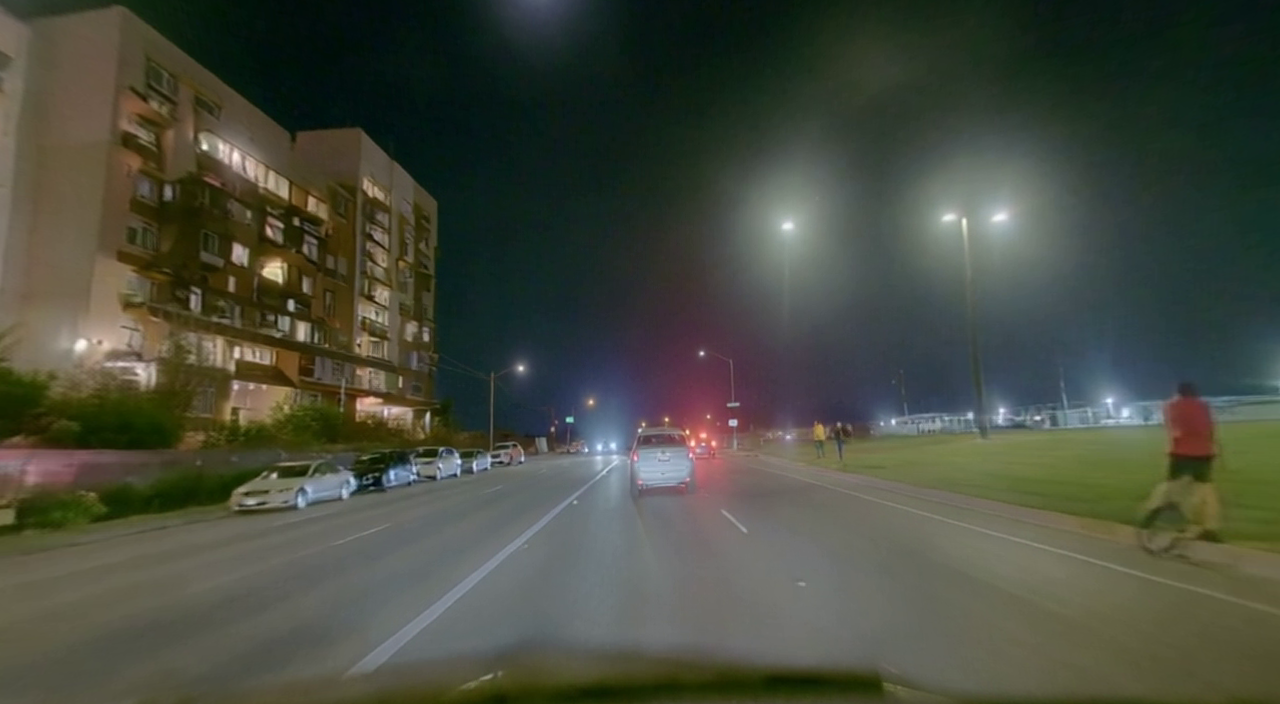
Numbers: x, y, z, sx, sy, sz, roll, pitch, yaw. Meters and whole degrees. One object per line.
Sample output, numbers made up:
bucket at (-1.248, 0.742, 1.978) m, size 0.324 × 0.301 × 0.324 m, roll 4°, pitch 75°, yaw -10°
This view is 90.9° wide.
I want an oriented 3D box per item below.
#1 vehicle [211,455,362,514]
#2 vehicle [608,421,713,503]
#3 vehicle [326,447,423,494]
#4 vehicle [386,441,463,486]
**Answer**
vehicle at (-10.506, 3.930, 19.240) m, size 1.839 × 1.474 × 4.694 m, roll -1°, pitch -8°, yaw 1°
vehicle at (0.395, 2.503, 14.756) m, size 2.132 × 1.632 × 3.838 m, roll 0°, pitch -8°, yaw 0°
vehicle at (-10.287, 4.577, 24.815) m, size 1.869 × 1.647 × 4.281 m, roll -1°, pitch -8°, yaw 1°
vehicle at (-10.118, 5.219, 30.023) m, size 1.940 × 1.816 × 4.721 m, roll -1°, pitch -7°, yaw 1°
